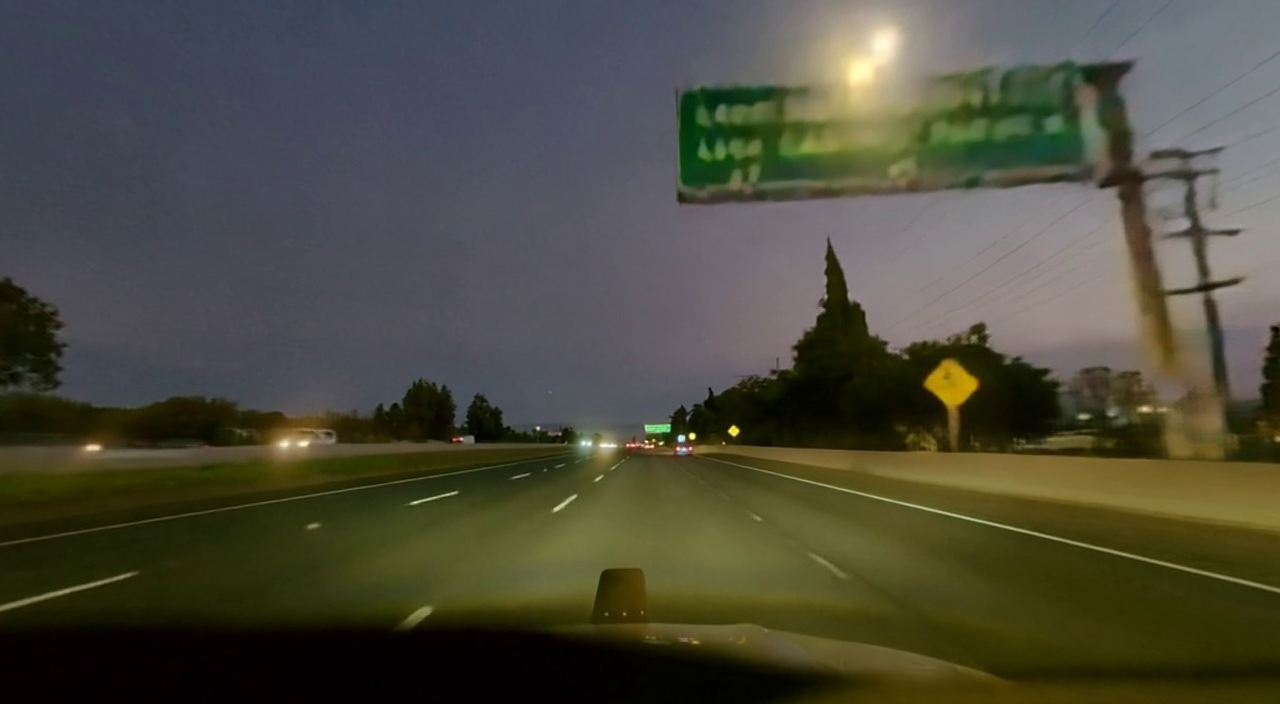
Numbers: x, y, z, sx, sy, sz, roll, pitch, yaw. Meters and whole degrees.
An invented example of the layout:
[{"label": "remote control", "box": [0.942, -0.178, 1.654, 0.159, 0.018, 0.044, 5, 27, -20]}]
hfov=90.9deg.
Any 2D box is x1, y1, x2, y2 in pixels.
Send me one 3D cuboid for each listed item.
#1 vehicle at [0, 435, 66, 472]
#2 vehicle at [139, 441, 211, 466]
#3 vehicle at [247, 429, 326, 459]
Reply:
[{"label": "vehicle", "box": [-29.940, 4.751, 29.579, 1.806, 1.648, 4.438, 0, -8, -1]}, {"label": "vehicle", "box": [-33.819, 7.374, 46.031, 1.819, 1.650, 4.549, 0, -8, -1]}, {"label": "vehicle", "box": [-25.758, 6.734, 46.302, 2.273, 1.991, 6.035, -1, -8, 1]}]
